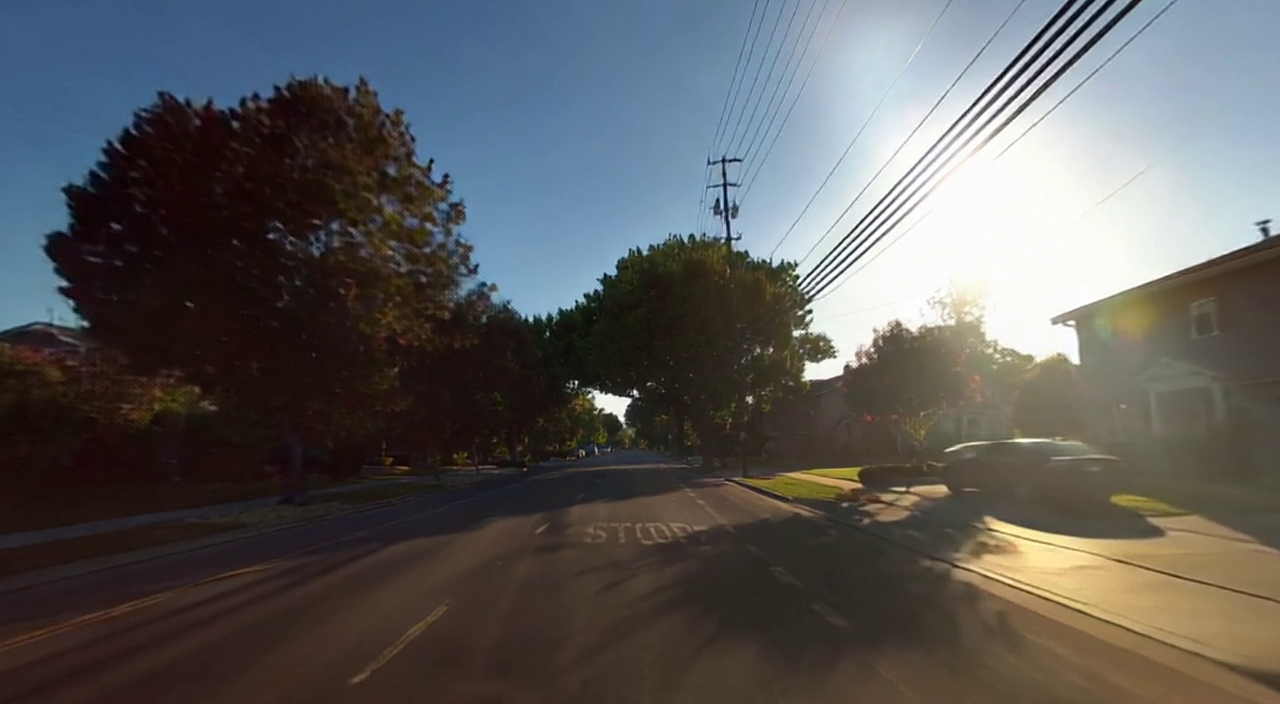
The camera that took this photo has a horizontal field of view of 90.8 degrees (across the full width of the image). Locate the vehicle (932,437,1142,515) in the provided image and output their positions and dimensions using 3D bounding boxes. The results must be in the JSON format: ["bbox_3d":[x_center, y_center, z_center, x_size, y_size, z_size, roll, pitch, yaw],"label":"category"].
[{"bbox_3d":[8.709,2.729,14.463,1.811,1.491,4.407,0,-9,-2],"label":"vehicle"}]
